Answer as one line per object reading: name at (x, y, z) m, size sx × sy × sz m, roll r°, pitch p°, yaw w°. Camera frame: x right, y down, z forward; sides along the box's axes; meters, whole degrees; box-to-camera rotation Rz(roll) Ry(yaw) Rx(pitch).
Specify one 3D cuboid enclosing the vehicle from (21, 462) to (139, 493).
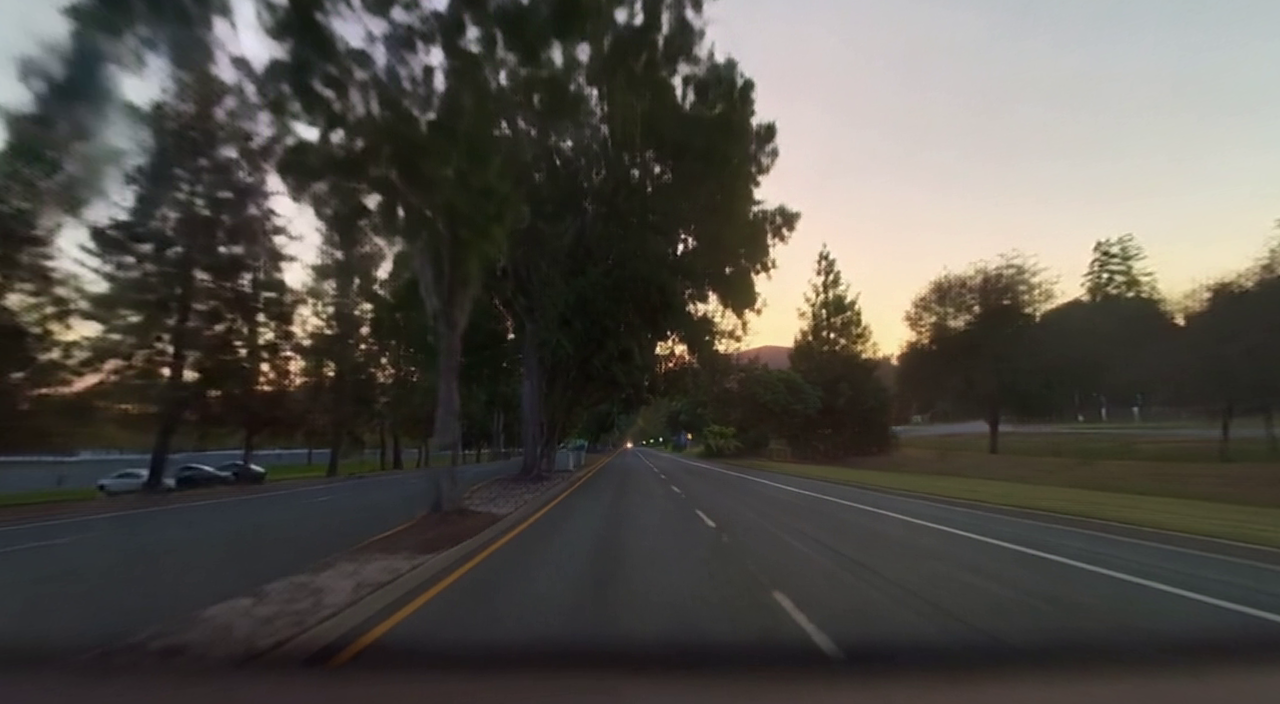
vehicle at (-28.099, 6.286, 31.789) m, size 3.938 × 1.485 × 2.055 m, roll 0°, pitch -10°, yaw 2°

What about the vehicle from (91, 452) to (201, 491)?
vehicle at (-26.835, 6.490, 34.450) m, size 4.362 × 1.733 × 2.041 m, roll -3°, pitch -6°, yaw 1°

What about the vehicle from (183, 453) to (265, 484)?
vehicle at (-27.734, 7.766, 42.206) m, size 4.168 × 1.509 × 2.053 m, roll -5°, pitch -5°, yaw 4°
